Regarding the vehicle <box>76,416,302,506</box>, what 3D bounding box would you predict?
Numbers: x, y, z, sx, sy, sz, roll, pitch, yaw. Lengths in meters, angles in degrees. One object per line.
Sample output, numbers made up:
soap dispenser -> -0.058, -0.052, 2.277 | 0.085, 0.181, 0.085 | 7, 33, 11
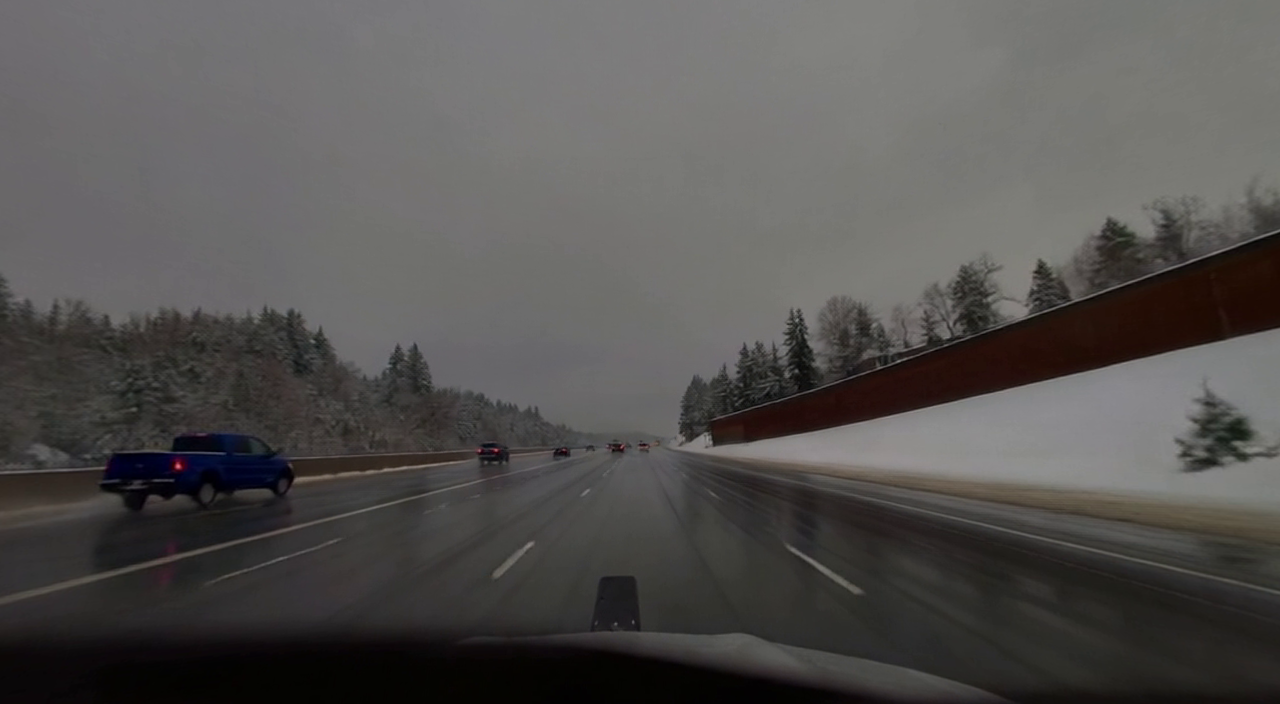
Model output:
vehicle -> -10.795, 2.649, 15.757 | 2.012, 1.875, 4.895 | 0, -9, -1

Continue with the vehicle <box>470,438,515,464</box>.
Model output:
vehicle -> -11.033, 7.441, 47.547 | 2.195, 1.795, 4.659 | 0, -9, 1
